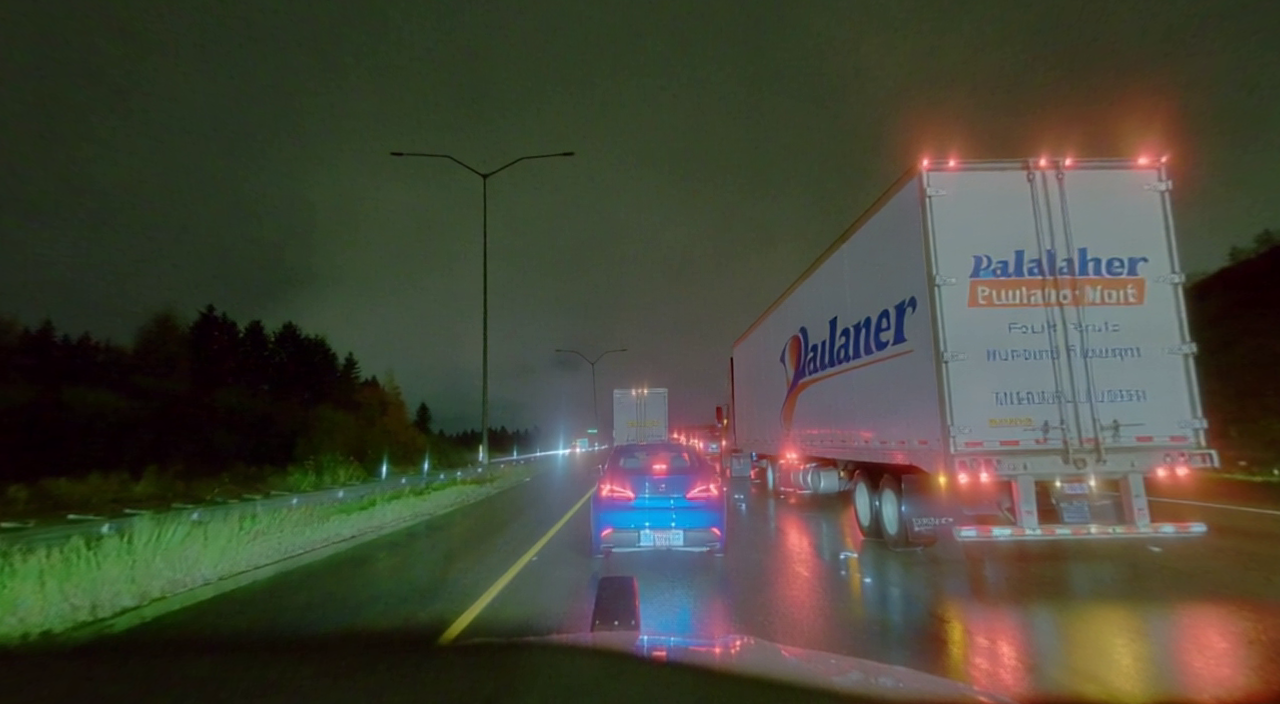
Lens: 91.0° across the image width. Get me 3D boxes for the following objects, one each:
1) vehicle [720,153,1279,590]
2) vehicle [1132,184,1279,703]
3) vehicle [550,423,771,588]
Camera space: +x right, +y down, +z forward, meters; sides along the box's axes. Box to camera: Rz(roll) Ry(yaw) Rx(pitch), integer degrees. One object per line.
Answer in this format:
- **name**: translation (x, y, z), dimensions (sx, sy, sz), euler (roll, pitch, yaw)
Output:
- **vehicle**: translation (4.189, 1.077, 12.955), dimensions (2.827, 4.081, 14.305), euler (0, -8, -2)
- **vehicle**: translation (4.730, 0.109, 0.629), dimensions (2.892, 2.615, 6.650), euler (0, -8, -2)
- **vehicle**: translation (0.177, 1.683, 7.706), dimensions (2.045, 1.490, 3.597), euler (-1, -8, 0)
